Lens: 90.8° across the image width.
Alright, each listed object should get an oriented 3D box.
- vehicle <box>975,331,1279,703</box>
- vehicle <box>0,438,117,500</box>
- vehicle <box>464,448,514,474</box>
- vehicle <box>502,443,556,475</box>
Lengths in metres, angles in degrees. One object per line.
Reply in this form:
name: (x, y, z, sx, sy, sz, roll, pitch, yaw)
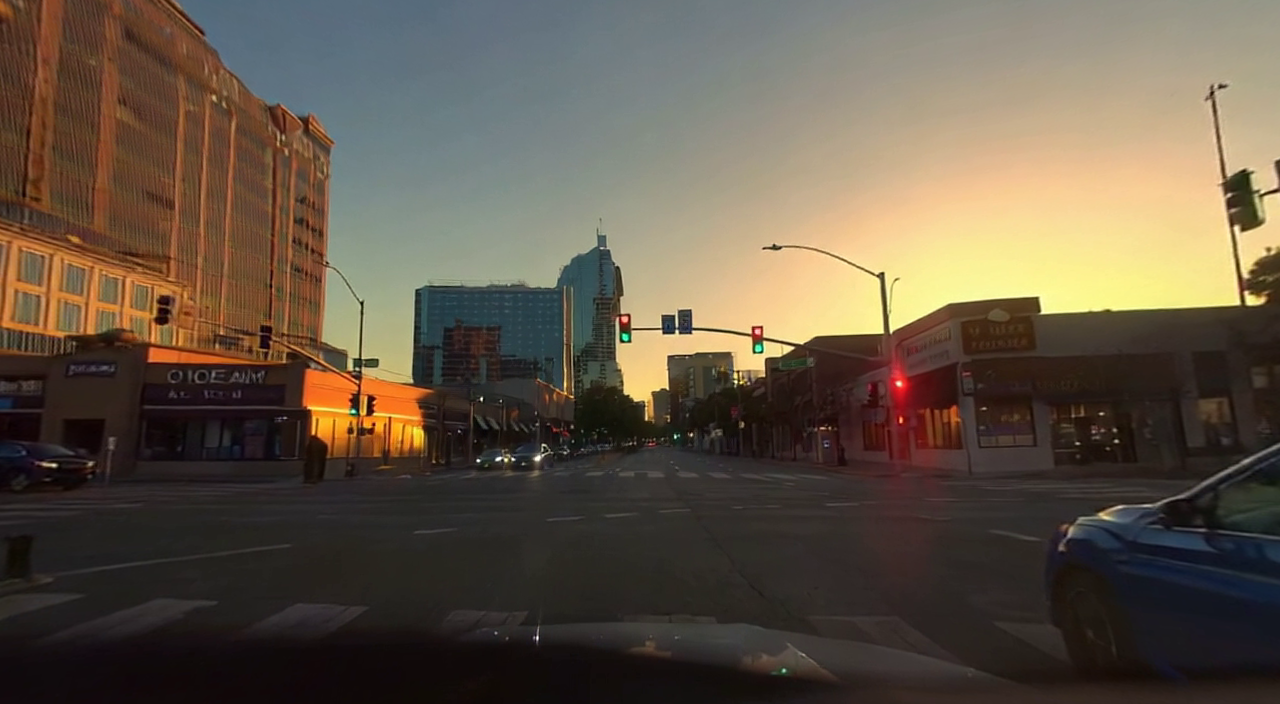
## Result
vehicle: (3.335, 0.760, 2.176, 2.049, 1.691, 4.447, -1, -8, 2)
vehicle: (-20.907, 3.876, 21.171, 5.161, 1.910, 2.275, -2, -9, 11)
vehicle: (-9.433, 6.819, 39.811, 2.106, 1.505, 4.228, 0, -8, 0)
vehicle: (-6.412, 6.239, 37.034, 2.181, 1.703, 4.512, -1, -8, 2)
